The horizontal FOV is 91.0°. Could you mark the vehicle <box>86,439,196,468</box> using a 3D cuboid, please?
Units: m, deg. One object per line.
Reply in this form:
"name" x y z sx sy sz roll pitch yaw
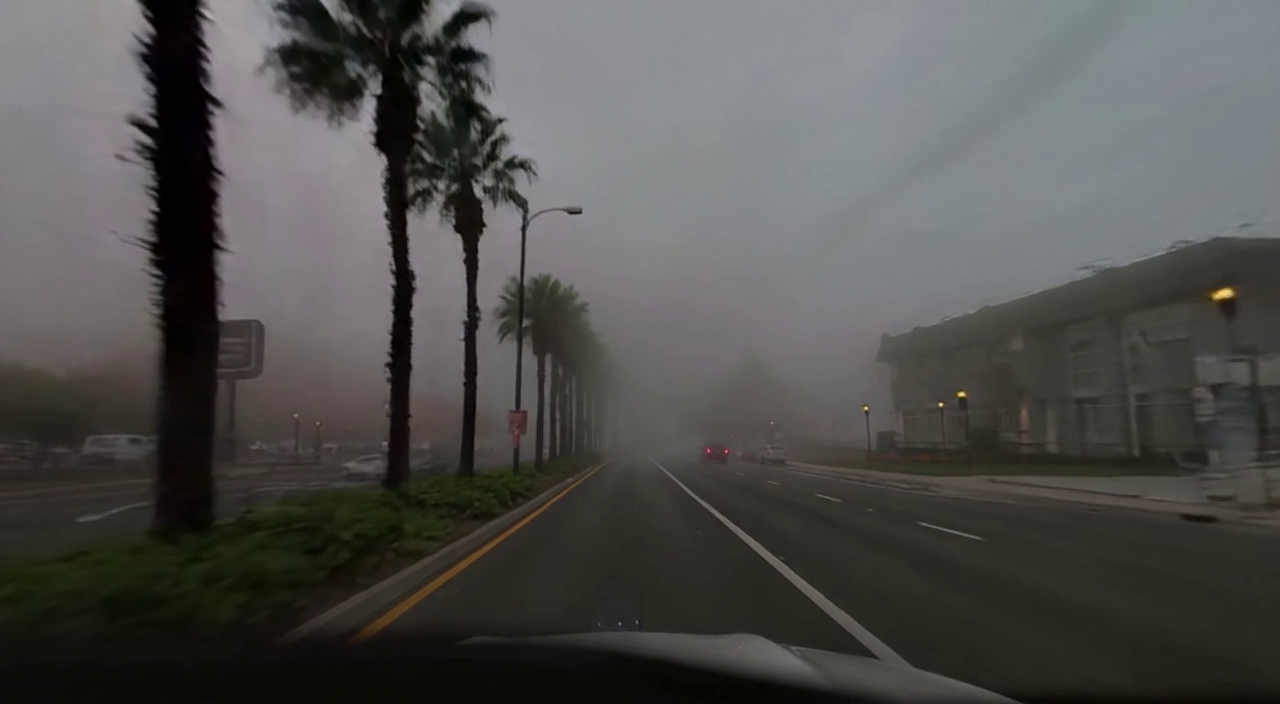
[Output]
"vehicle" -36.074 7.365 45.672 5.711 2.003 2.550 0 -8 -1
